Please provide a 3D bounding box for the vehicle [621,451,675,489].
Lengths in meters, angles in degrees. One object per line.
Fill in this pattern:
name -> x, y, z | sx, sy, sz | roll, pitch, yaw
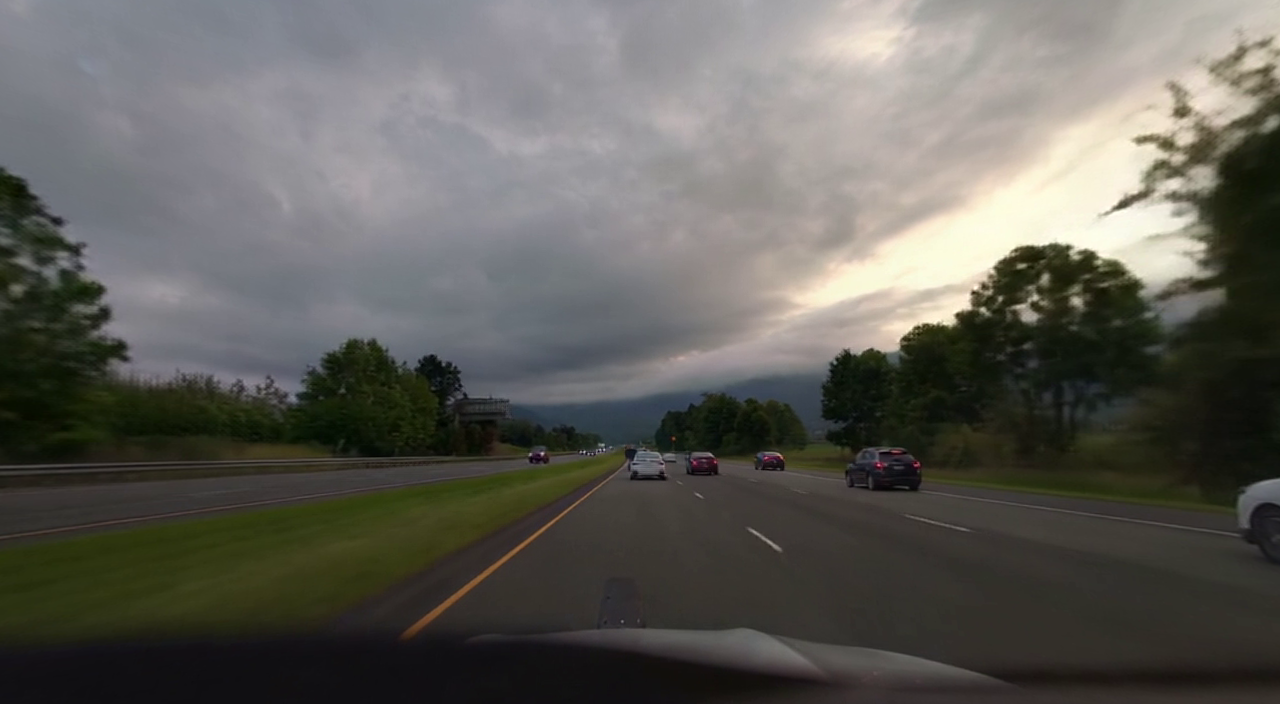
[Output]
vehicle -> 0.295, 4.777, 25.781 | 2.020, 1.426, 3.702 | 0, -9, 0

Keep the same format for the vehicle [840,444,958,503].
vehicle -> 7.630, 3.595, 19.001 | 1.847, 1.554, 3.752 | 0, -9, -1

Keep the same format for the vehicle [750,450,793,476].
vehicle -> 8.548, 7.220, 41.312 | 1.957, 1.594, 3.632 | 0, -9, -2

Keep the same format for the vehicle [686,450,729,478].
vehicle -> 3.909, 6.548, 36.956 | 1.981, 1.518, 4.029 | 0, -9, -1
